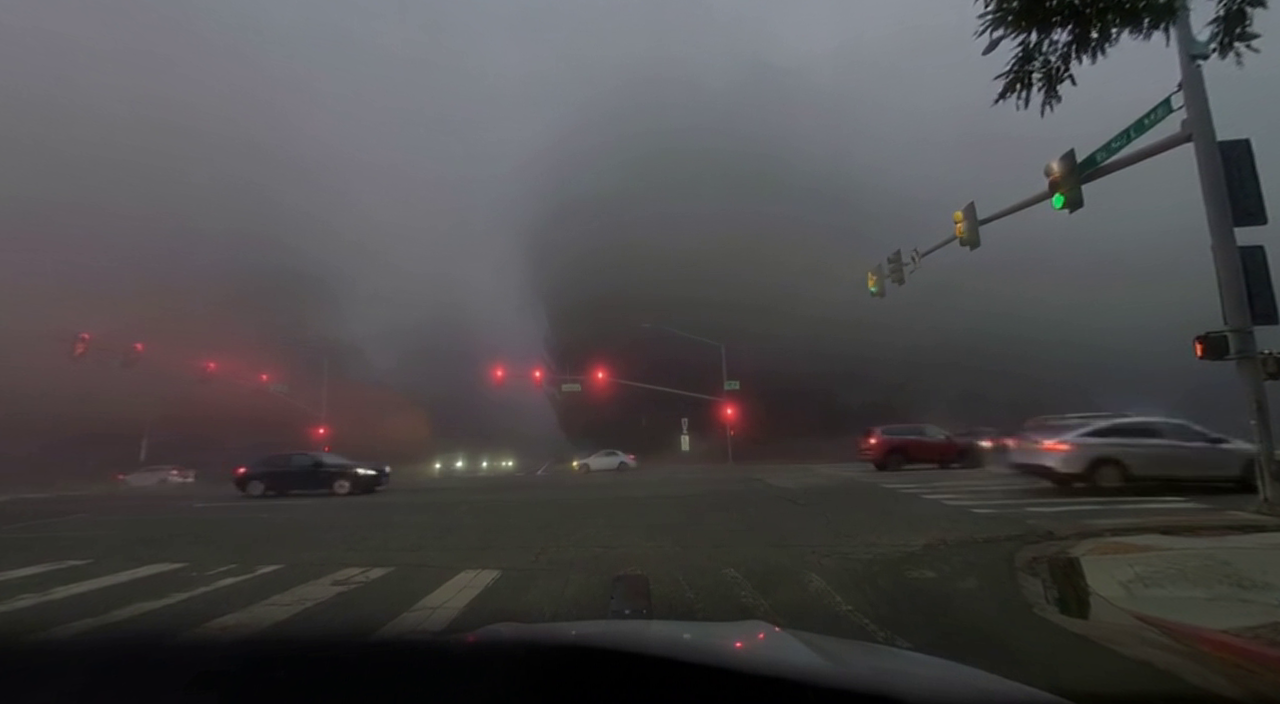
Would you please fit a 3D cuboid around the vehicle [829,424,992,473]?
[{"bbox_3d":[8.480,3.077,20.120,4.360,1.460,1.834,-1,-9,6],"label":"vehicle"}]

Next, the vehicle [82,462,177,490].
[{"bbox_3d":[-31.357,7.590,38.762,4.397,1.582,1.820,-1,-9,6],"label":"vehicle"}]

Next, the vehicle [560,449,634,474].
[{"bbox_3d":[-2.683,6.873,39.722,4.377,1.491,1.734,-1,-9,6],"label":"vehicle"}]

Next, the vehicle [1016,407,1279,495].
[{"bbox_3d":[10.226,1.887,12.018,4.808,1.517,1.806,-1,-9,6],"label":"vehicle"}]

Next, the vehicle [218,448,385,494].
[{"bbox_3d":[-11.408,4.013,21.416,4.650,1.448,1.892,-1,-9,7],"label":"vehicle"}]
